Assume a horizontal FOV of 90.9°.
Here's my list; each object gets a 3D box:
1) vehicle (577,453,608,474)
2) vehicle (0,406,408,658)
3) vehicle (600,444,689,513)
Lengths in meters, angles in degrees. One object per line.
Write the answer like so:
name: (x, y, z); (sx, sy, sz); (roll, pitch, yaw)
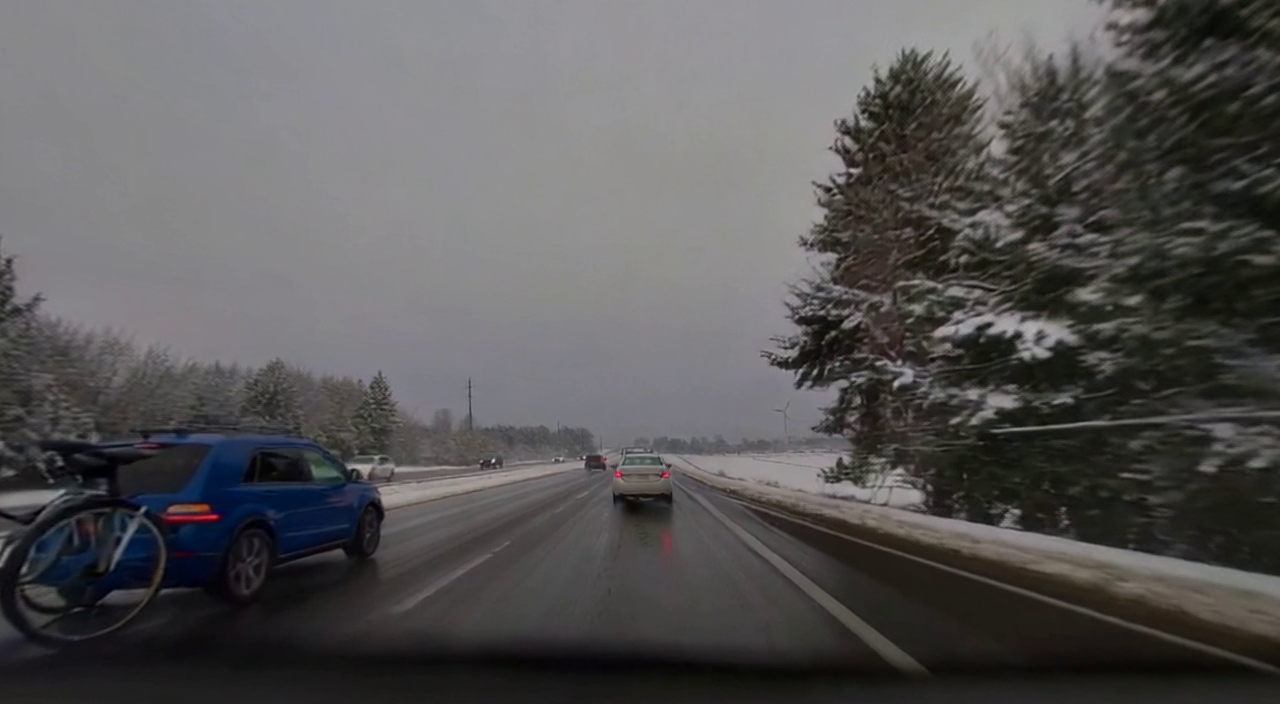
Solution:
vehicle: (-3.539, 8.397, 47.591); (2.059, 1.455, 4.205); (0, -9, 0)
vehicle: (-4.110, 1.538, 6.349); (1.962, 1.681, 4.033); (0, -9, 0)
vehicle: (0.120, 3.270, 16.765); (2.063, 1.582, 3.955); (0, -9, 0)
